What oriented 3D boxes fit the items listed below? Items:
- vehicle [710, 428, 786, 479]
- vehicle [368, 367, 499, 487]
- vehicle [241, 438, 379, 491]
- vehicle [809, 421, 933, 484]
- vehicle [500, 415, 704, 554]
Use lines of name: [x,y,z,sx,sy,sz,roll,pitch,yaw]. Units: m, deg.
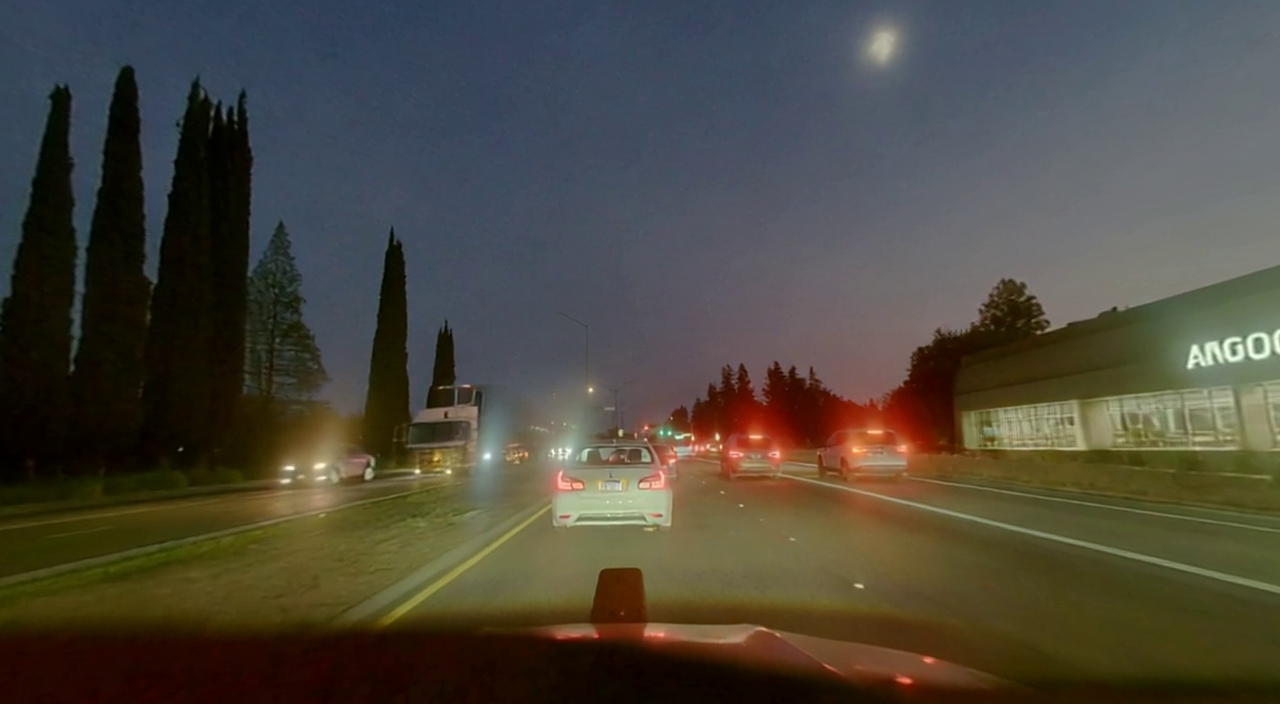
vehicle: [4.005,3.871,24.121,2.090,1.763,4.560,0,-8,0]
vehicle: [-8.140,3.157,25.789,3.043,4.303,6.343,0,-8,1]
vehicle: [-14.018,4.800,27.307,2.394,2.012,6.232,0,-8,3]
vehicle: [7.885,3.514,22.111,2.425,1.936,5.081,0,-8,0]
vehicle: [-0.438,1.814,9.227,2.315,1.563,4.080,0,-8,0]
